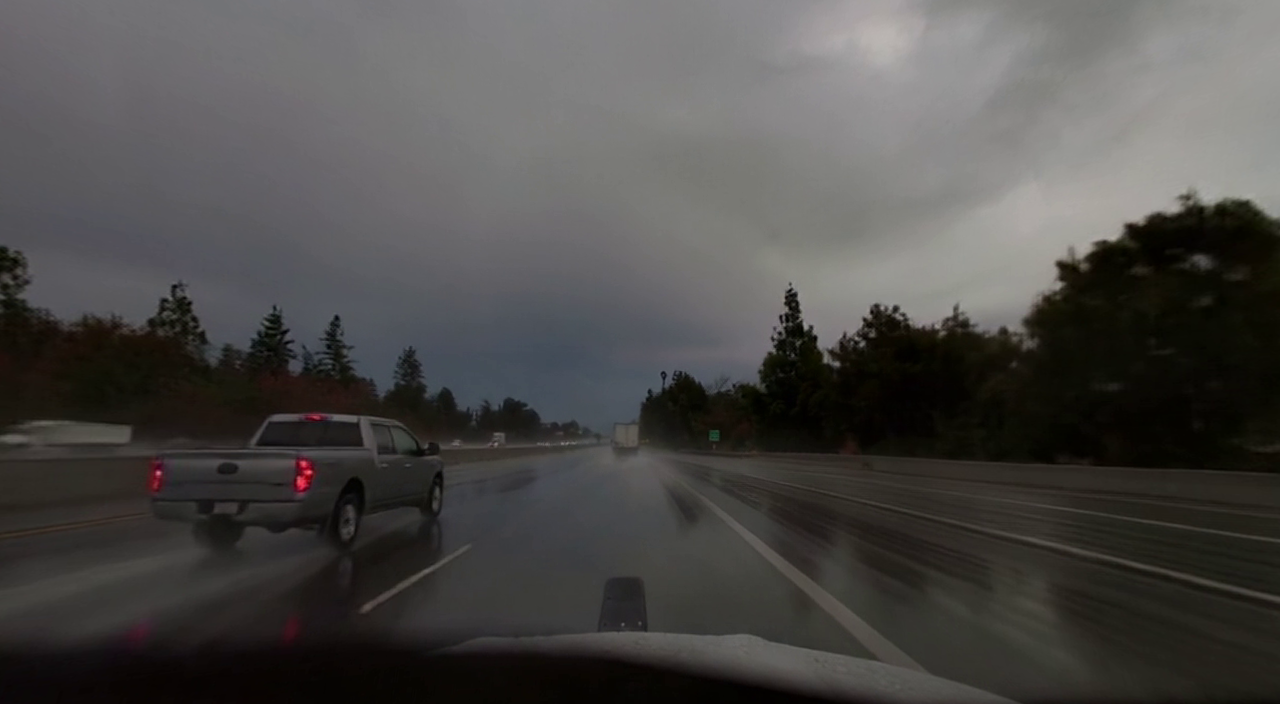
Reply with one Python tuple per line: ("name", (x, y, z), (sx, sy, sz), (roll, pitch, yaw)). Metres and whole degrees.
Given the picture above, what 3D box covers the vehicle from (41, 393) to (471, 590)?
("vehicle", (-4.100, 1.606, 8.186), (2.316, 1.731, 5.126), (0, -8, 1))
